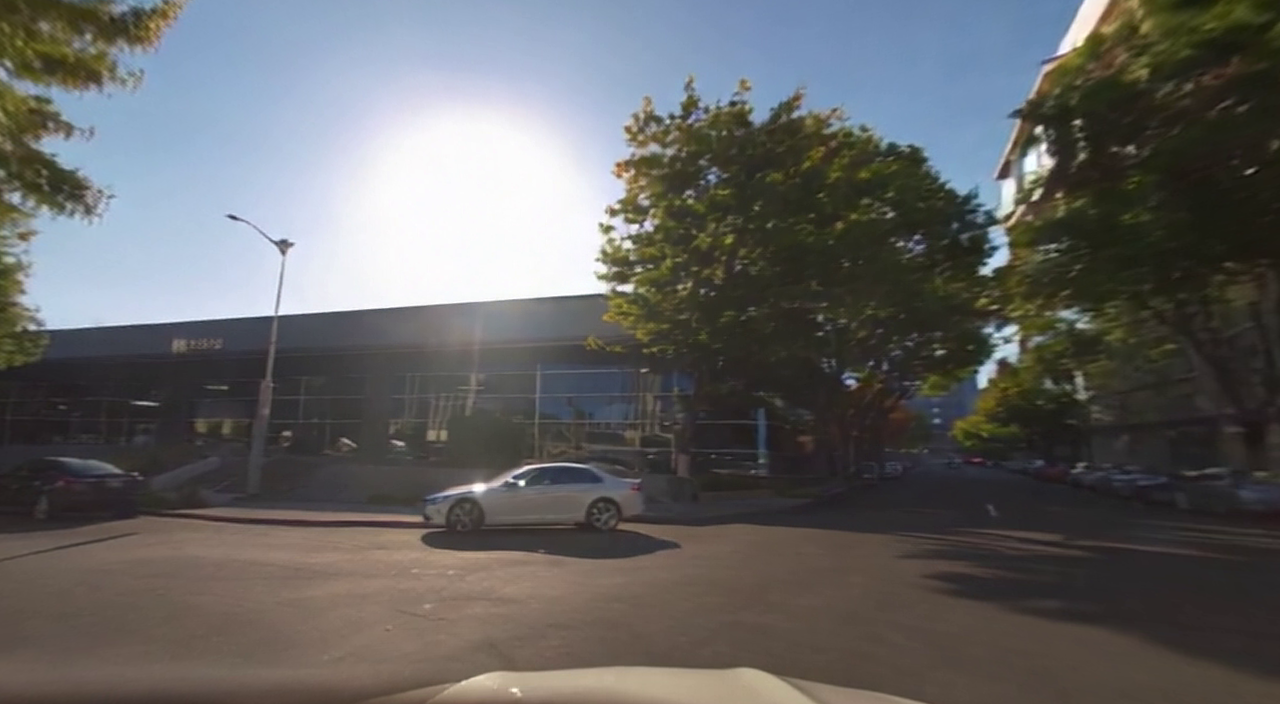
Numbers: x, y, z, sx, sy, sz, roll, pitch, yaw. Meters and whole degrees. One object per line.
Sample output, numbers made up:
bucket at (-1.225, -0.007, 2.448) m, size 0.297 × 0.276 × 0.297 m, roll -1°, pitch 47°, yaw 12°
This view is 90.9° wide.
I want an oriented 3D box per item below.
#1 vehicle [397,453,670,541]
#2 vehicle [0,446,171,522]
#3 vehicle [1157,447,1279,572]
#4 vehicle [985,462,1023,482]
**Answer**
vehicle at (-1.999, 2.770, 12.219) m, size 4.770 × 1.448 × 1.983 m, roll 3°, pitch -11°, yaw -14°
vehicle at (-13.025, 2.922, 14.239) m, size 4.118 × 1.482 × 1.889 m, roll -4°, pitch -11°, yaw 23°
vehicle at (9.643, 2.269, 9.369) m, size 1.865 × 1.529 × 4.407 m, roll -4°, pitch -12°, yaw 24°
vehicle at (27.632, 9.098, 47.877) m, size 1.998 × 1.424 × 3.589 m, roll -3°, pitch -11°, yaw 22°
